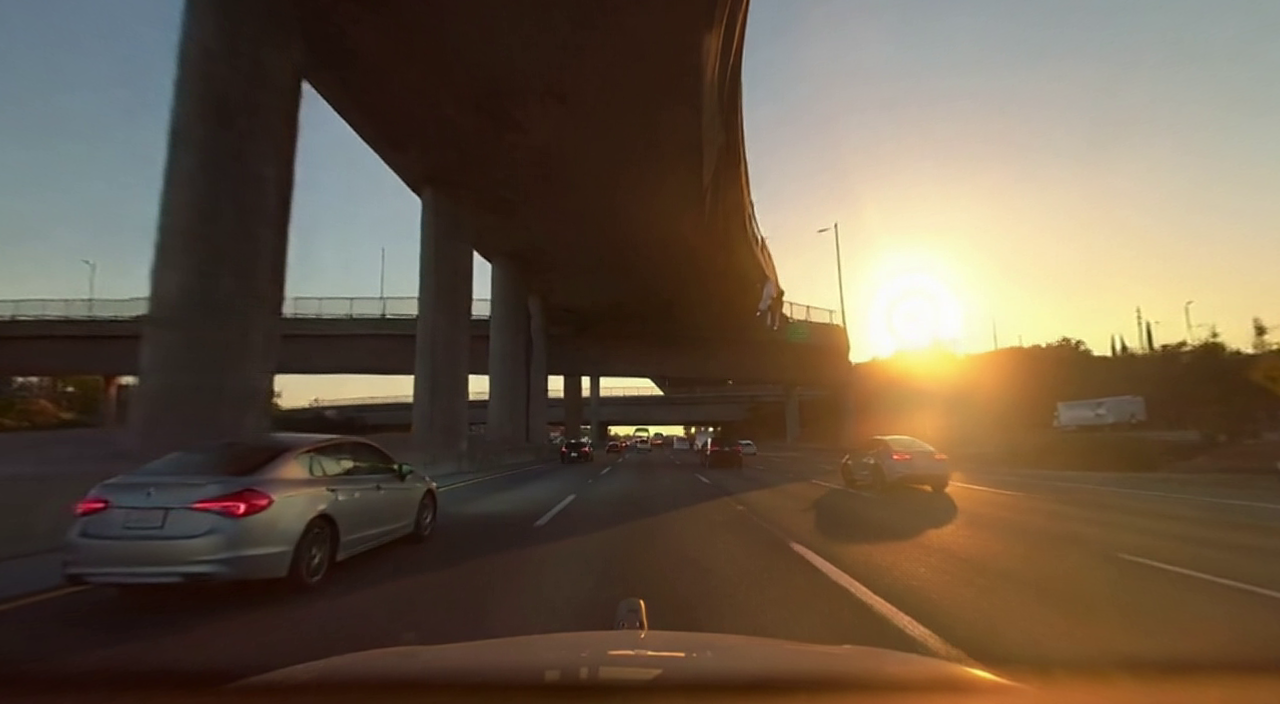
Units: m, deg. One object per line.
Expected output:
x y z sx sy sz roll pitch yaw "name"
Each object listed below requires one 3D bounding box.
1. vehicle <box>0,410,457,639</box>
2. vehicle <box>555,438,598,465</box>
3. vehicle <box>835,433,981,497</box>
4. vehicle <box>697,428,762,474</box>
-3.611 1.463 6.508 1.997 1.476 4.703 0 -8 1 "vehicle"
-3.674 5.877 37.358 2.047 1.464 4.387 0 -8 1 "vehicle"
6.932 2.952 16.938 1.989 1.472 4.322 0 -8 -1 "vehicle"
3.623 4.114 26.383 2.072 1.761 4.242 0 -8 0 "vehicle"
